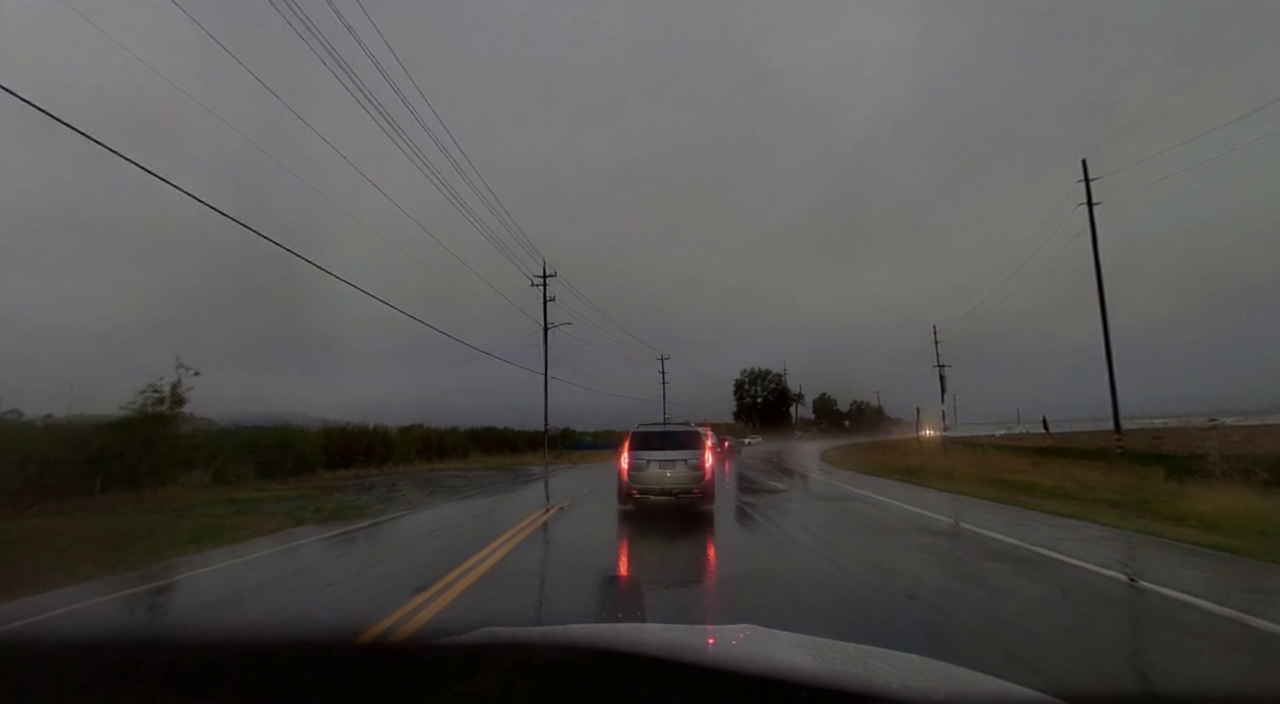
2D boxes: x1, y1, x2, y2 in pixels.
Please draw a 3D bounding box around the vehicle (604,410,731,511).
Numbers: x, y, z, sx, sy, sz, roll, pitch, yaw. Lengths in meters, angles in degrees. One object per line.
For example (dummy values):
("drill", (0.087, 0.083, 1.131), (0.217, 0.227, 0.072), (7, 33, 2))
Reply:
("vehicle", (0.565, 2.365, 14.116), (2.364, 1.859, 4.538), (0, -9, 2))
